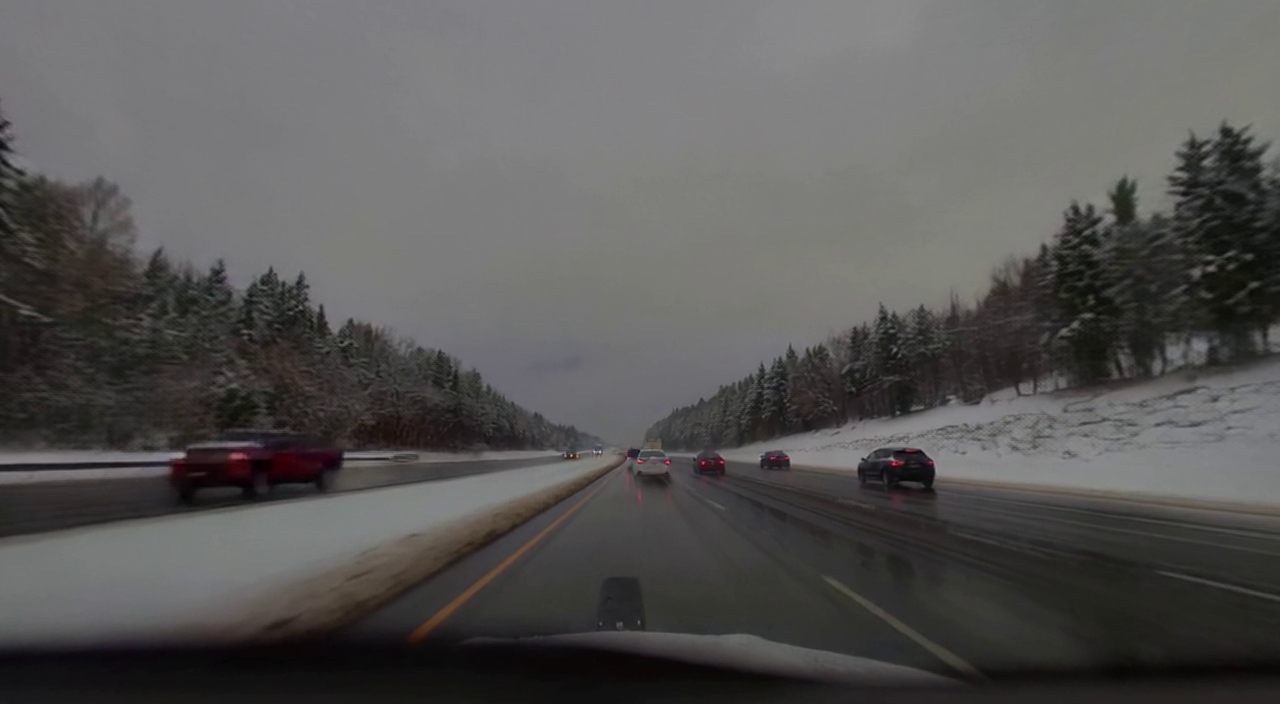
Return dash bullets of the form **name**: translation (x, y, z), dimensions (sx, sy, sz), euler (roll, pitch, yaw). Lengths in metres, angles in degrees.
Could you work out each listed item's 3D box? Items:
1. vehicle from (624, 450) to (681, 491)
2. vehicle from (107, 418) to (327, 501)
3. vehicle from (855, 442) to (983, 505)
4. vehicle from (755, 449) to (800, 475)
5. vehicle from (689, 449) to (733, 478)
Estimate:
- **vehicle**: translation (0.438, 4.514, 24.339), dimensions (2.020, 1.426, 3.702), euler (0, -9, 0)
- **vehicle**: translation (-9.308, 2.425, 14.444), dimensions (2.037, 1.589, 4.257), euler (0, -9, 1)
- **vehicle**: translation (7.786, 3.404, 18.023), dimensions (1.847, 1.554, 3.752), euler (0, -9, -1)
- **vehicle**: translation (8.786, 7.023, 40.484), dimensions (1.957, 1.594, 3.632), euler (0, -9, -1)
- **vehicle**: translation (4.059, 6.418, 36.537), dimensions (1.981, 1.518, 4.029), euler (0, -9, -1)
